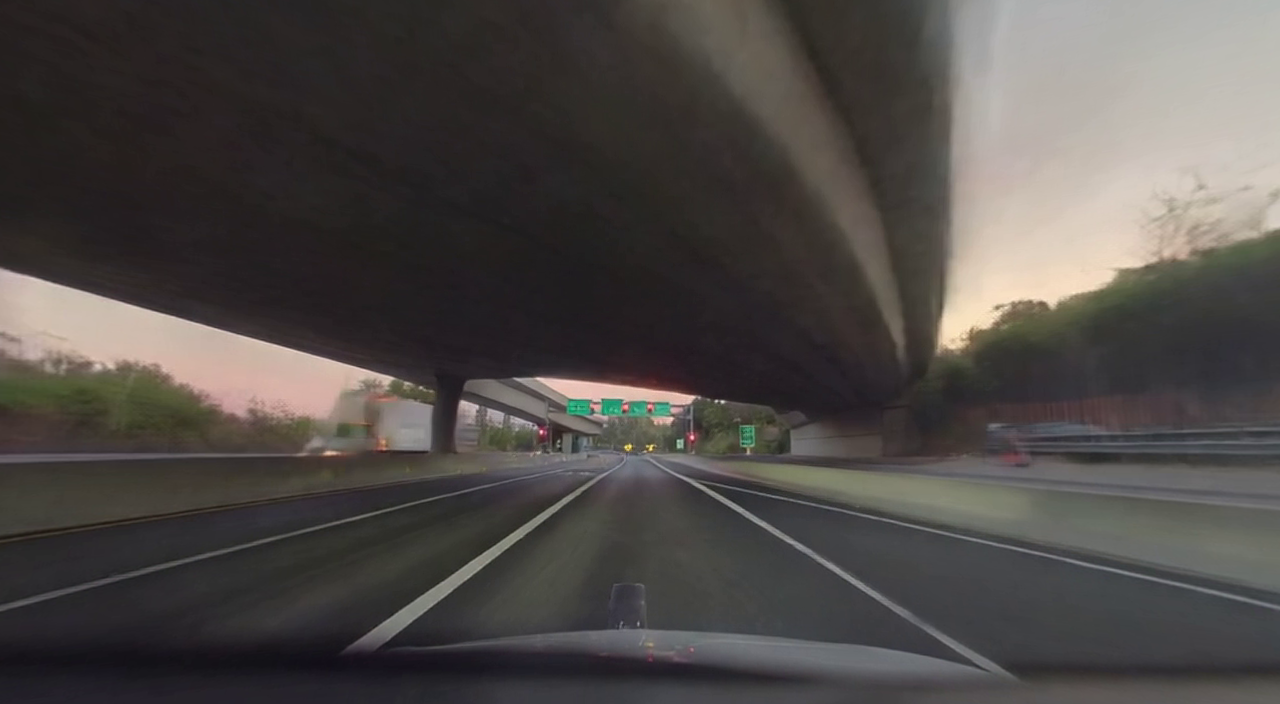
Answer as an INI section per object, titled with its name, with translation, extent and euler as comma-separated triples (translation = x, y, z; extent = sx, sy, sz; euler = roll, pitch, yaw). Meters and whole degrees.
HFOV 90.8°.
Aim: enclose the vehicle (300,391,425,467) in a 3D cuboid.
[vehicle]
translation = -15.898, 4.702, 37.388
extent = 2.962, 3.855, 10.399
euler = 0, -9, -2
